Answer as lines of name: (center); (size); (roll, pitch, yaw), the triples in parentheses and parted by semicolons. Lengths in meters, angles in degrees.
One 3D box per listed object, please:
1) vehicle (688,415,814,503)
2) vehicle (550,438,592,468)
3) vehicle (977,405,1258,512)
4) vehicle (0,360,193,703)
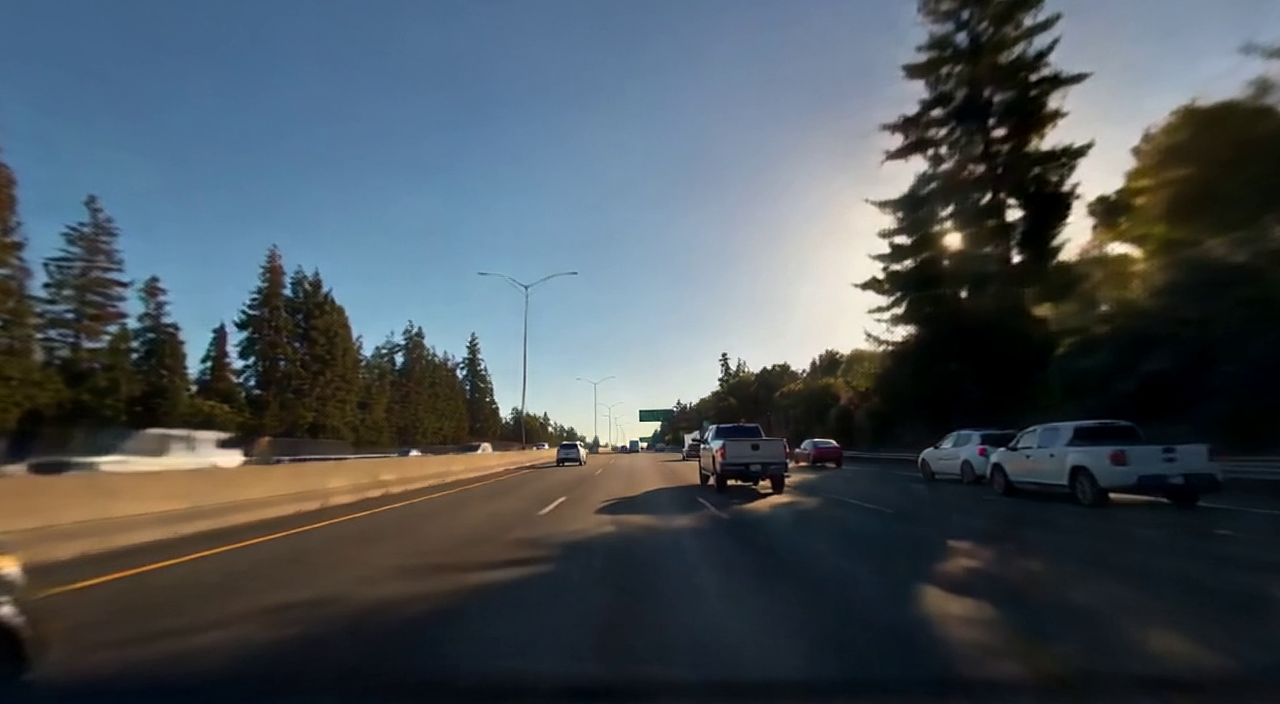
vehicle: (2.628, 2.737, 16.580); (2.200, 1.870, 5.649); (0, -8, -1)
vehicle: (-3.975, 5.887, 36.895); (1.992, 1.651, 4.185); (0, -8, 0)
vehicle: (9.854, 2.267, 13.820); (2.046, 1.873, 5.131); (0, -8, -1)
vehicle: (-3.524, 0.689, 1.225); (2.119, 1.654, 4.353); (0, -8, 0)
